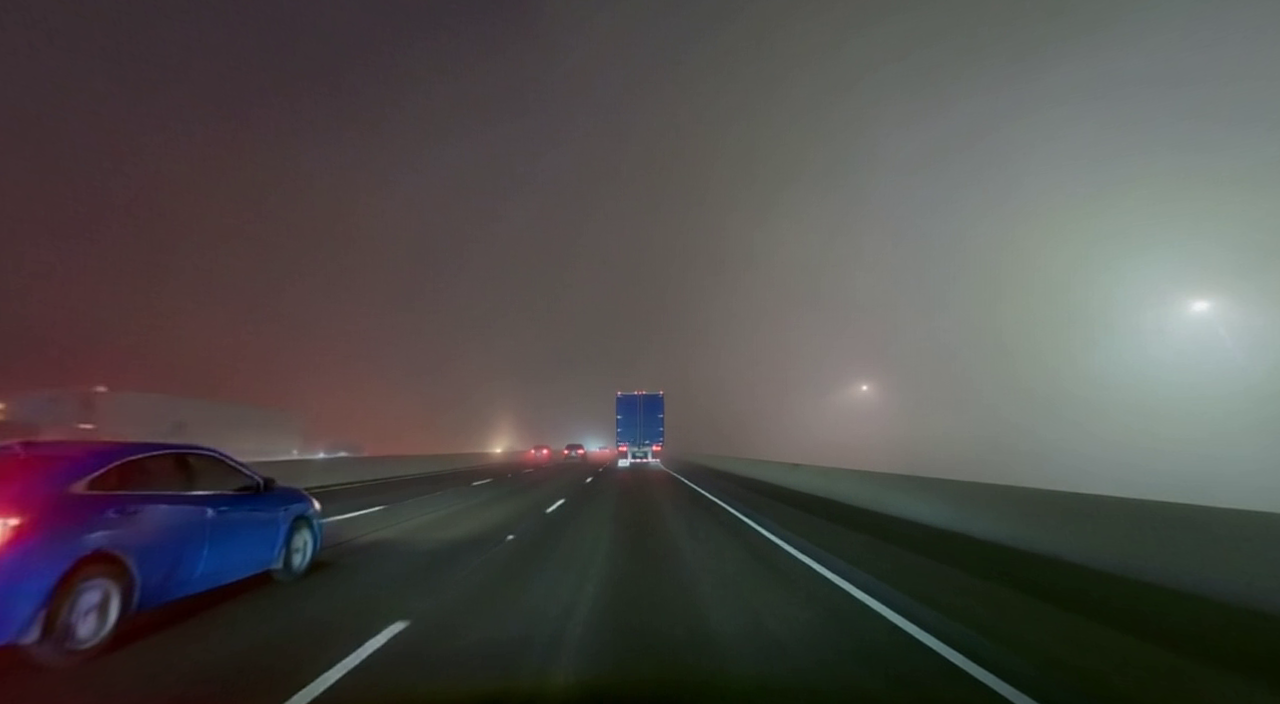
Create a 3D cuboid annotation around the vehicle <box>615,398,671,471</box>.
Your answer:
[{"bbox_3d":[0.116,5.513,40.916,3.123,4.094,10.812,0,-9,0],"label":"vehicle"}]

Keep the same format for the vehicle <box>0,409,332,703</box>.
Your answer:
[{"bbox_3d":[-4.226,1.284,4.672,1.895,1.500,3.808,0,-9,0],"label":"vehicle"}]

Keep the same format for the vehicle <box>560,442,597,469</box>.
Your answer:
[{"bbox_3d":[-3.889,6.606,40.094,2.006,1.572,4.082,0,-9,-1],"label":"vehicle"}]
